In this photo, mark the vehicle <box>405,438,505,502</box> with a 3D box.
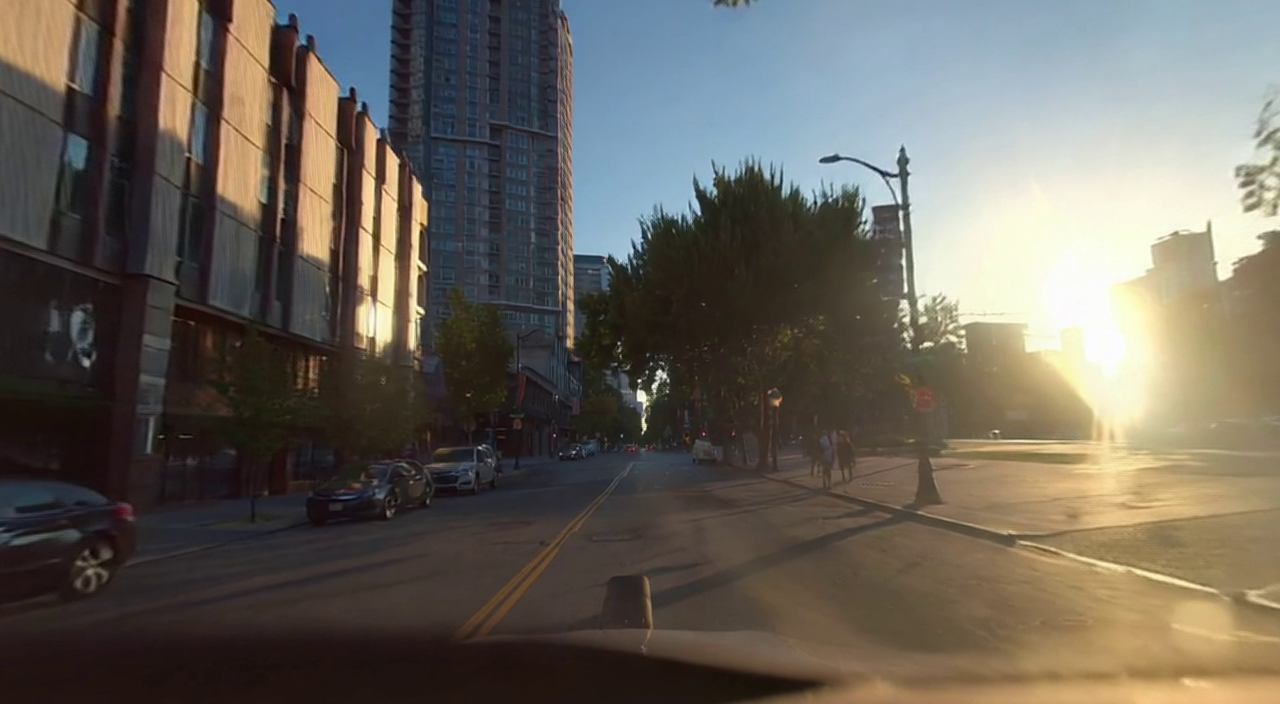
[{"bbox_3d":[-6.546,4.177,22.896,2.273,1.871,4.920,-4,-8,-2],"label":"vehicle"}]

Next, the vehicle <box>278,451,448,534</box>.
[{"bbox_3d":[-6.682,3.391,15.939,2.270,1.539,4.855,-4,-8,-2],"label":"vehicle"}]

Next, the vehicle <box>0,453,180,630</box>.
[{"bbox_3d":[-6.681,1.743,5.474,2.110,1.498,4.555,-4,-8,-2],"label":"vehicle"}]
